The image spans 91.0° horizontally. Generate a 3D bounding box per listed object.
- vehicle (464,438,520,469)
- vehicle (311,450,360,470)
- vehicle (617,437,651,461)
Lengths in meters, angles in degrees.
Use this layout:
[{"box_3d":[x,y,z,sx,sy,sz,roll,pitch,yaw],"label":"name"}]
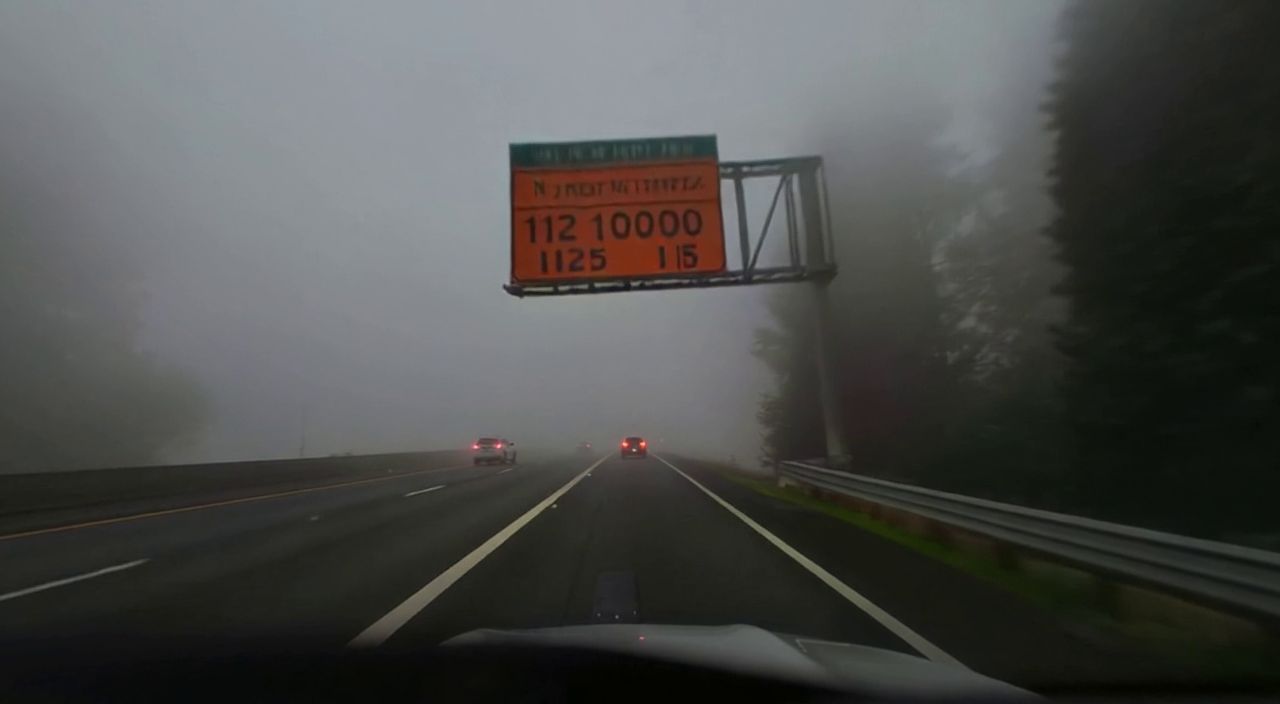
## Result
[{"box_3d":[-7.886,5.411,33.882,1.939,1.504,4.727,0,-8,-1],"label":"vehicle"},{"box_3d":[-23.164,8.193,47.998,1.813,1.419,3.956,0,-8,-1],"label":"vehicle"},{"box_3d":[-0.409,6.264,40.625,2.072,1.440,3.690,0,-8,-1],"label":"vehicle"}]
